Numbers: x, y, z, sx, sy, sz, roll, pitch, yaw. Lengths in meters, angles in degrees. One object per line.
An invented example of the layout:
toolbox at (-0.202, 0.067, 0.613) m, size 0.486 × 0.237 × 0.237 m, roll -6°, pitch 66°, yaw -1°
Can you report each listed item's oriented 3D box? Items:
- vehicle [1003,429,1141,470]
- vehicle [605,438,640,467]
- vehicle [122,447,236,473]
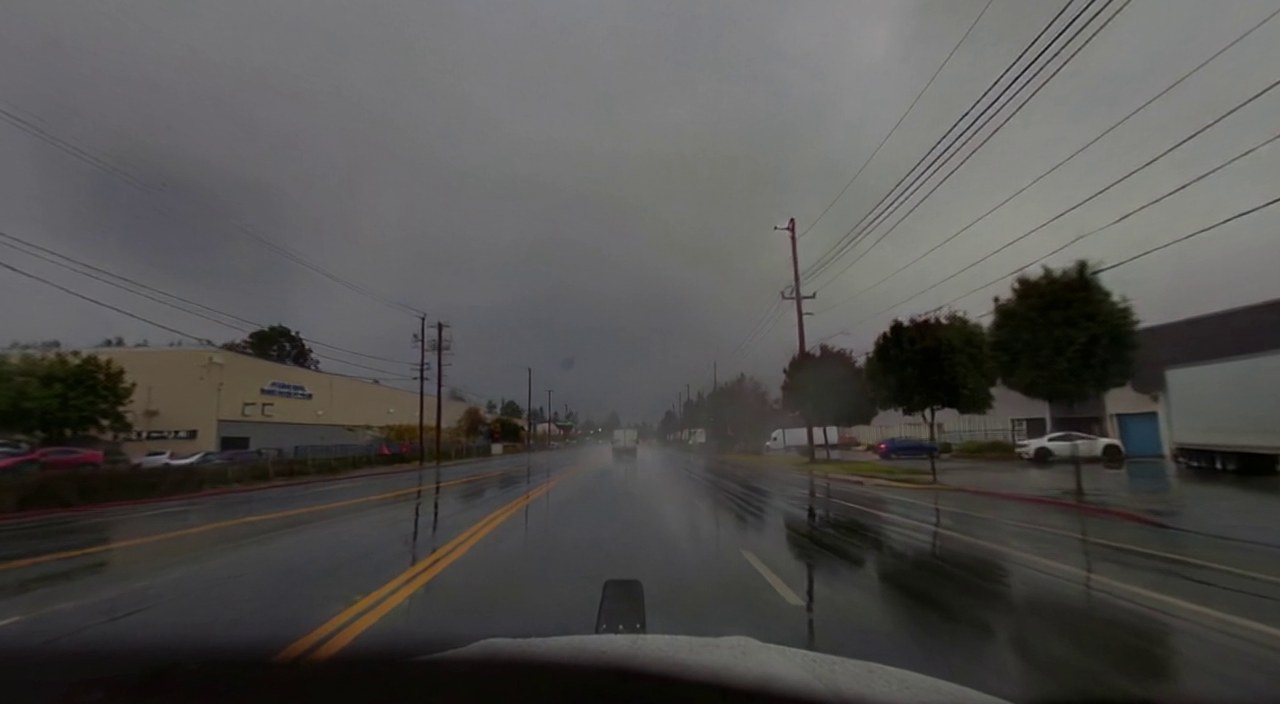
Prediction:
vehicle at (23.281, 5.281, 34.231) m, size 5.669 × 2.073 × 2.297 m, roll -1°, pitch -8°, yaw 2°
vehicle at (-0.967, 5.747, 36.227) m, size 1.937 × 1.588 × 3.746 m, roll 0°, pitch -8°, yaw 0°
vehicle at (-26.475, 6.191, 36.417) m, size 4.728 × 1.431 × 2.287 m, roll 0°, pitch -8°, yaw -2°
